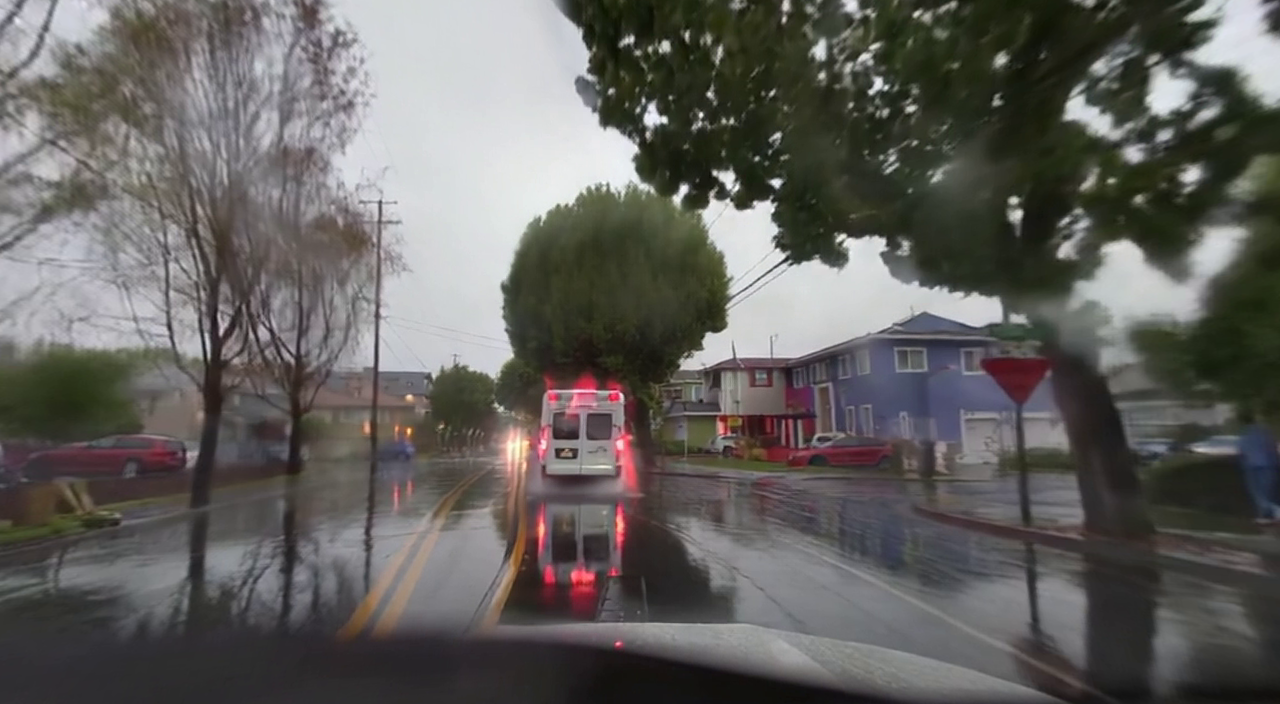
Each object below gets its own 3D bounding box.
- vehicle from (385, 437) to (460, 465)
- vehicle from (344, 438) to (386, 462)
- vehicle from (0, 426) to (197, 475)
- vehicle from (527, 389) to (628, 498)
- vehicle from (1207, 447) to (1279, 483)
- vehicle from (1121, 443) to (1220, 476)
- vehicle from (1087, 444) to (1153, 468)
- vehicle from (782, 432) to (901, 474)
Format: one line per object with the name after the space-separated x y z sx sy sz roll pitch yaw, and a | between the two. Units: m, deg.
-14.655 6.664 42.554 4.502 1.810 2.056 -4 -9 23 | vehicle
-21.466 7.650 49.495 2.290 1.776 4.947 2 -8 -16 | vehicle
-21.038 3.813 24.251 5.910 1.681 2.579 1 -12 -11 | vehicle
-1.848 2.636 18.369 2.444 2.640 5.482 1 -8 -7 | vehicle
27.822 4.912 27.644 1.861 1.470 4.867 -1 -8 6 | vehicle
28.621 5.783 34.296 1.899 1.635 4.603 -2 -8 10 | vehicle
35.012 7.585 46.233 2.114 1.588 3.888 -4 -9 9 | vehicle
10.016 5.064 31.805 5.270 1.966 2.329 -1 -8 5 | vehicle
